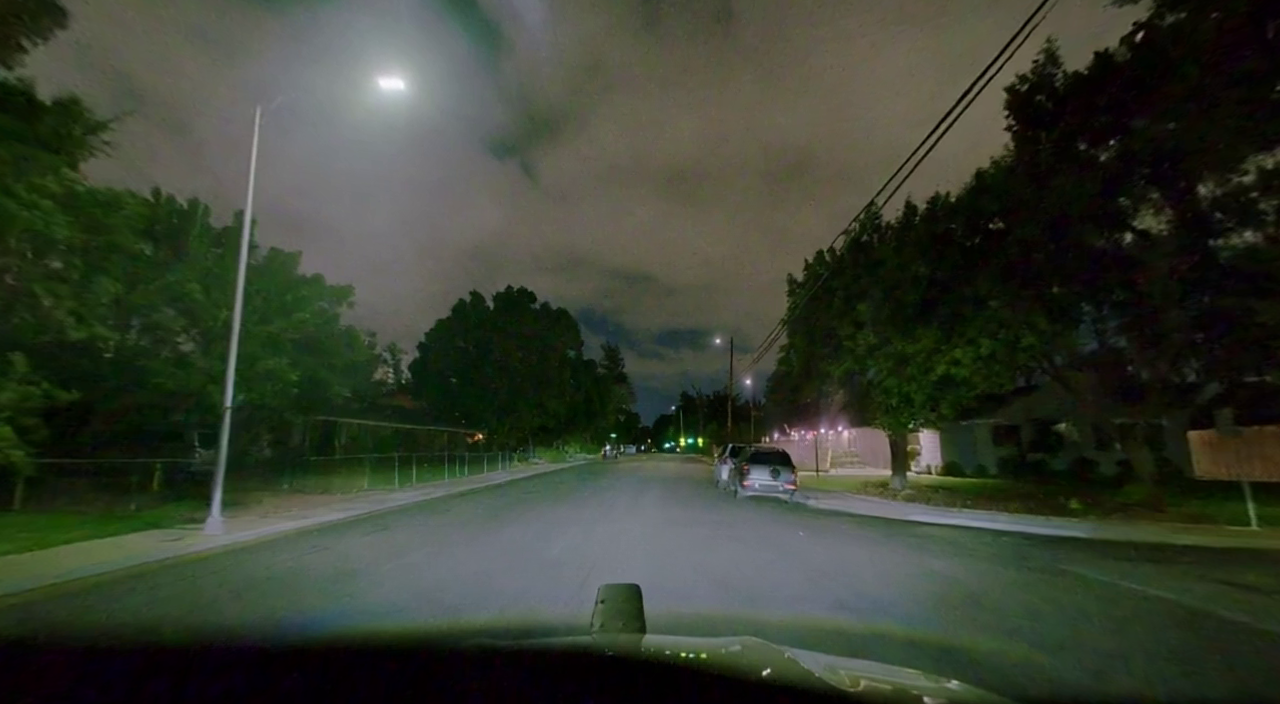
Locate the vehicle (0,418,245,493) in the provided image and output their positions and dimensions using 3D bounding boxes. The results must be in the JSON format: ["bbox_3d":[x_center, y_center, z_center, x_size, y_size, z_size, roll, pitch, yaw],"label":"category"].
[{"bbox_3d":[-13.543,2.734,16.689,4.686,1.834,1.997,0,-9,0],"label":"vehicle"}]

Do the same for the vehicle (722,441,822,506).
[{"bbox_3d":[3.498,3.284,17.542,1.976,1.552,4.442,0,-9,2],"label":"vehicle"}]
